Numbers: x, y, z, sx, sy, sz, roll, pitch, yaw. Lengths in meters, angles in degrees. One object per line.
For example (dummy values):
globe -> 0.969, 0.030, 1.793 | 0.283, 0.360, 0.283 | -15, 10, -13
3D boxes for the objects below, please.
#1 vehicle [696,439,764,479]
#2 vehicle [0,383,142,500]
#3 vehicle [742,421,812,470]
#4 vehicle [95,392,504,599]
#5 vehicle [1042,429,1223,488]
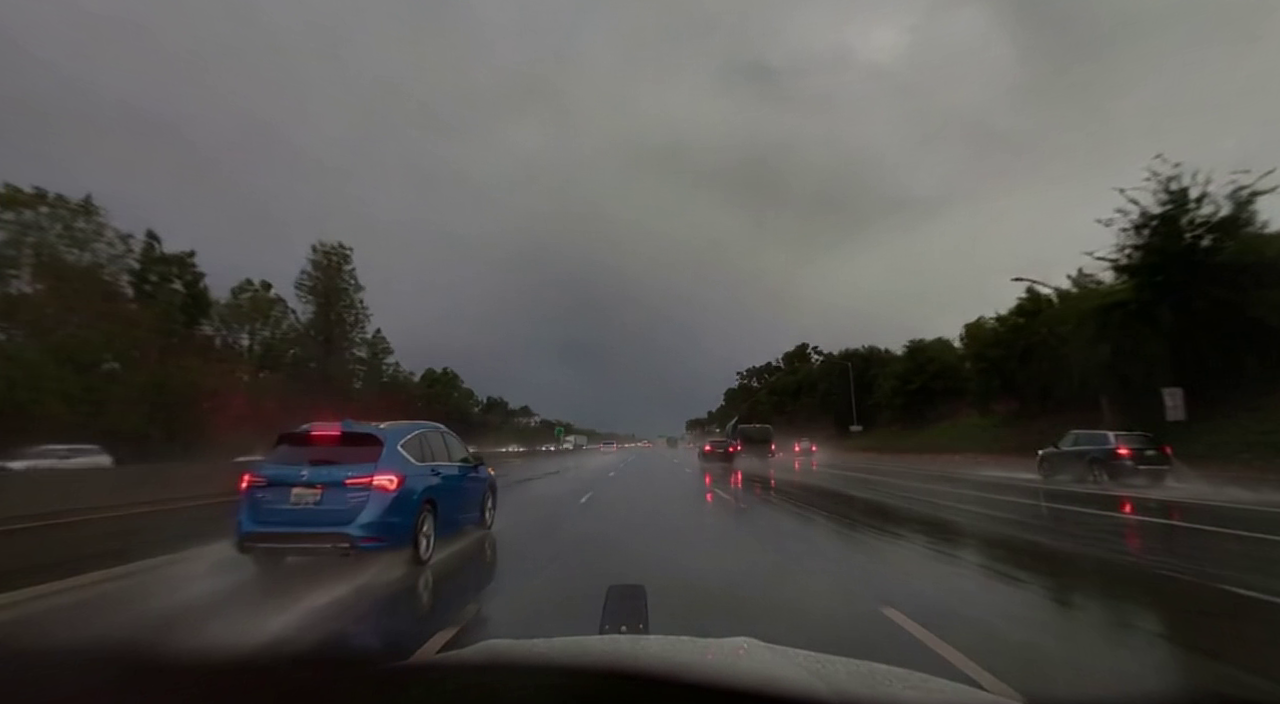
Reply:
vehicle -> 3.623, 4.419, 26.274 | 2.080, 1.493, 4.674 | 0, -9, -1
vehicle -> -23.078, 3.354, 23.558 | 3.009, 3.917, 6.945 | 0, -9, 1
vehicle -> 7.830, 5.418, 36.629 | 2.729, 2.628, 4.875 | 0, -9, -2
vehicle -> -3.514, 1.627, 8.109 | 2.218, 1.764, 5.229 | 0, -9, 2
vehicle -> 18.914, 4.119, 24.740 | 2.221, 1.995, 5.803 | 0, -9, -2
